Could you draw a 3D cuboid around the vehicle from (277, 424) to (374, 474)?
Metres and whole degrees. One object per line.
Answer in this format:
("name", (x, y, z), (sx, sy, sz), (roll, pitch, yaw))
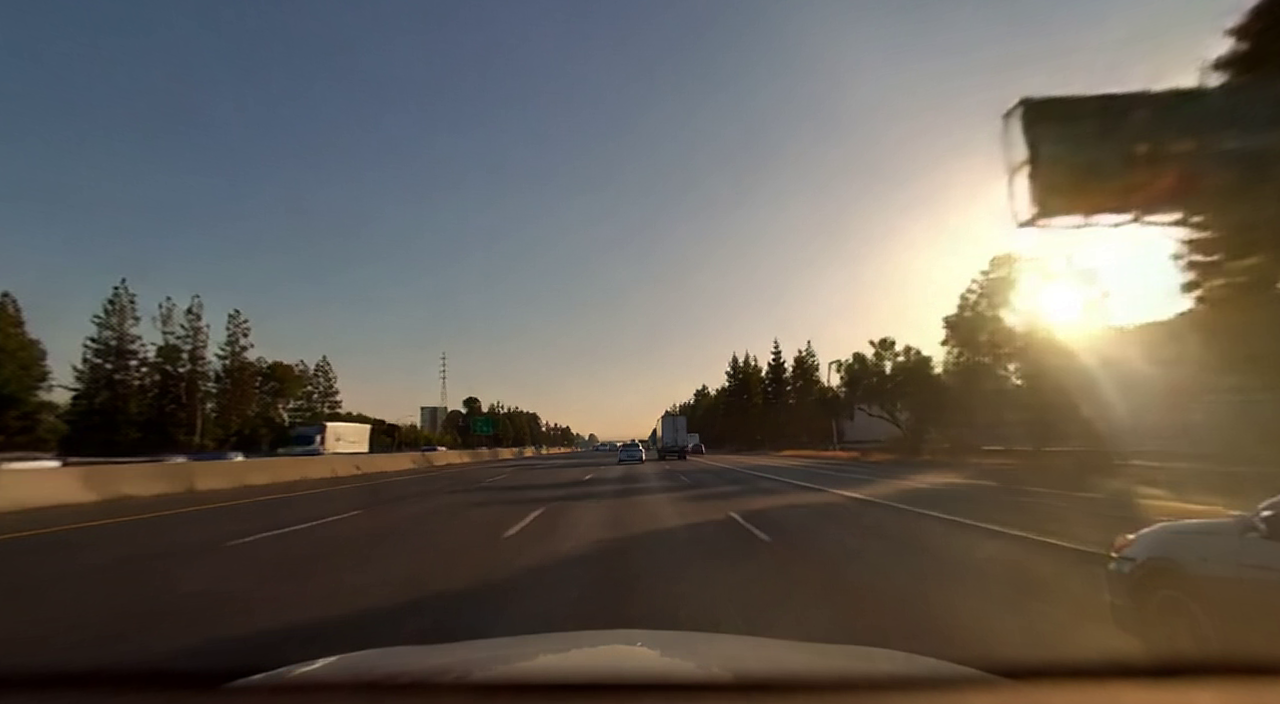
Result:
("vehicle", (-18.076, 5.618, 36.853), (2.255, 2.648, 6.640), (0, -8, 0))

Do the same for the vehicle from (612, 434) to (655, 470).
("vehicle", (-0.400, 5.702, 36.141), (2.297, 1.912, 4.355), (0, -8, -1))

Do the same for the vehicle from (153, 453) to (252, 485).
("vehicle", (-22.514, 6.016, 32.768), (1.845, 1.442, 4.668), (0, -8, 0))

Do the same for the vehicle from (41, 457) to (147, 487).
("vehicle", (-29.854, 6.534, 34.730), (1.880, 1.435, 4.451), (0, -8, -1))

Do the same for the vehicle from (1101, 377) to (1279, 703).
("vehicle", (3.524, 0.715, 1.231), (1.950, 1.596, 4.326), (0, -8, 0))
